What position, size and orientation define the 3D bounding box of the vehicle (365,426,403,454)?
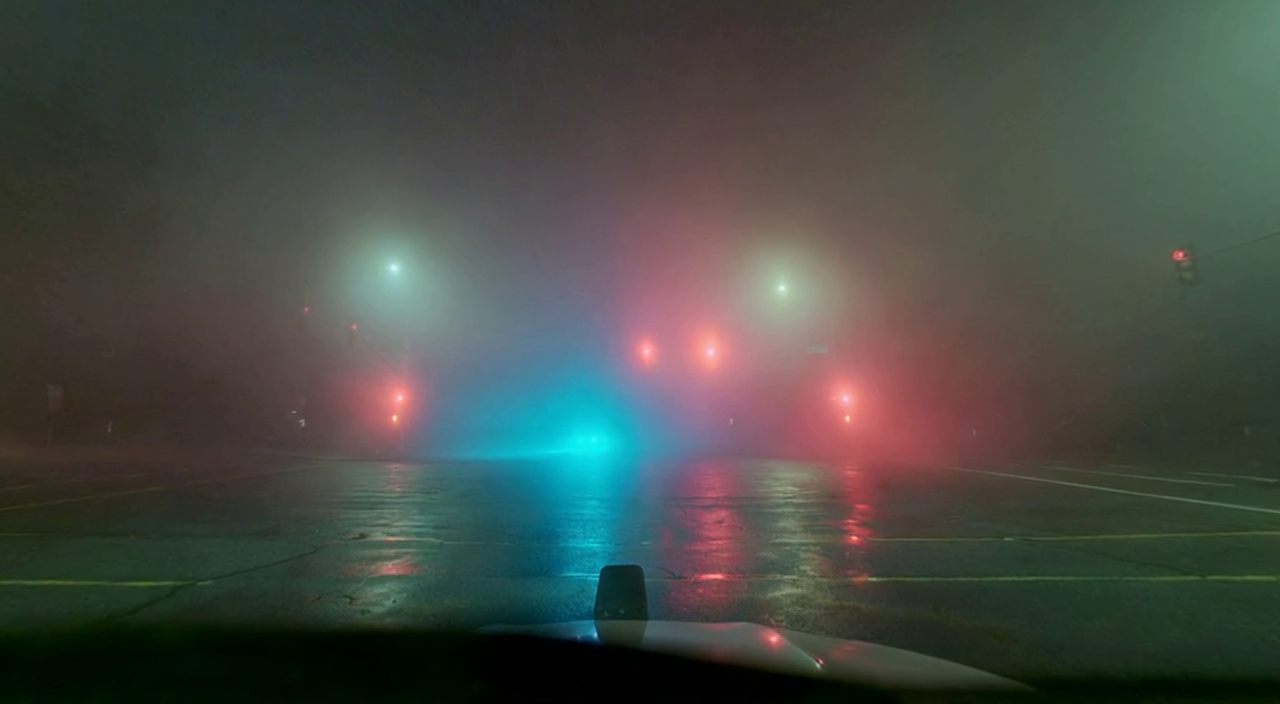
[{"bbox_3d":[-19.982,6.847,48.944,1.873,2.079,2.879,6,-11,-37],"label":"vehicle"}]
